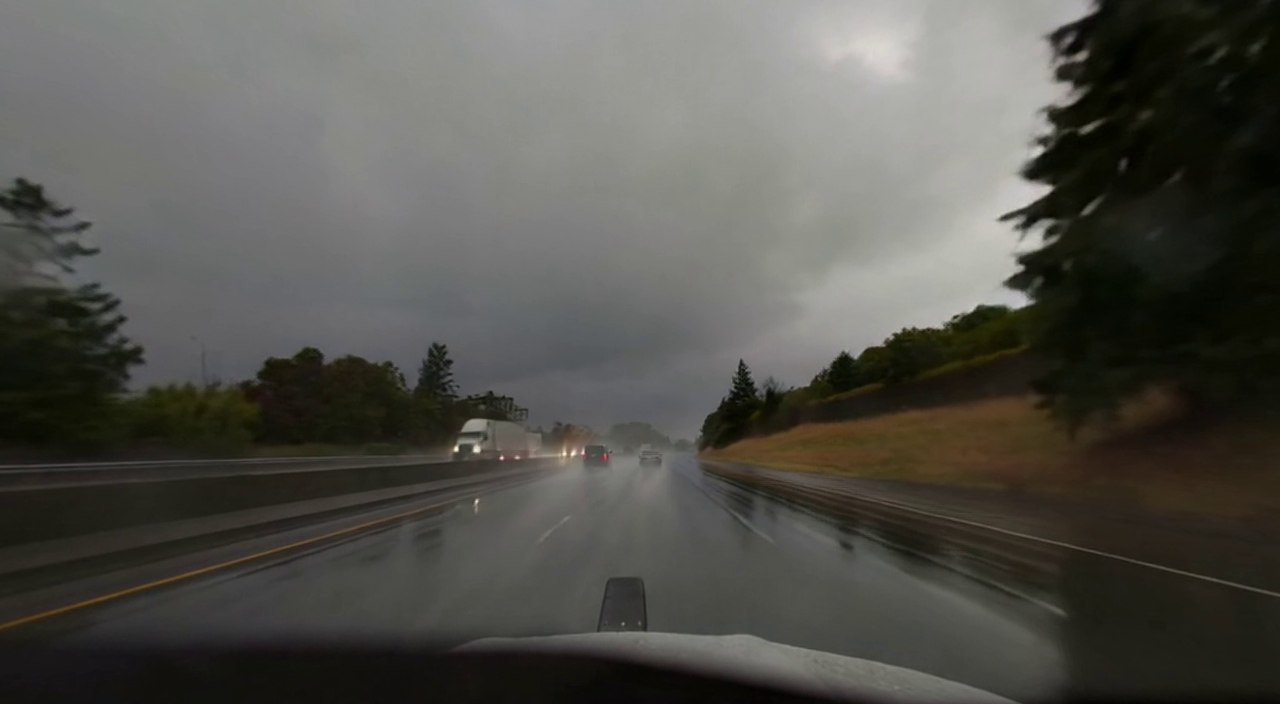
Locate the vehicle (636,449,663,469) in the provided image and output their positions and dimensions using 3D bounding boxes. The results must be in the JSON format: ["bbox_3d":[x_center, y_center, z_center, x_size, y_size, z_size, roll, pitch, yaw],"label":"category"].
[{"bbox_3d":[0.743,8.427,49.750,2.036,1.519,4.225,0,-9,1],"label":"vehicle"}]
